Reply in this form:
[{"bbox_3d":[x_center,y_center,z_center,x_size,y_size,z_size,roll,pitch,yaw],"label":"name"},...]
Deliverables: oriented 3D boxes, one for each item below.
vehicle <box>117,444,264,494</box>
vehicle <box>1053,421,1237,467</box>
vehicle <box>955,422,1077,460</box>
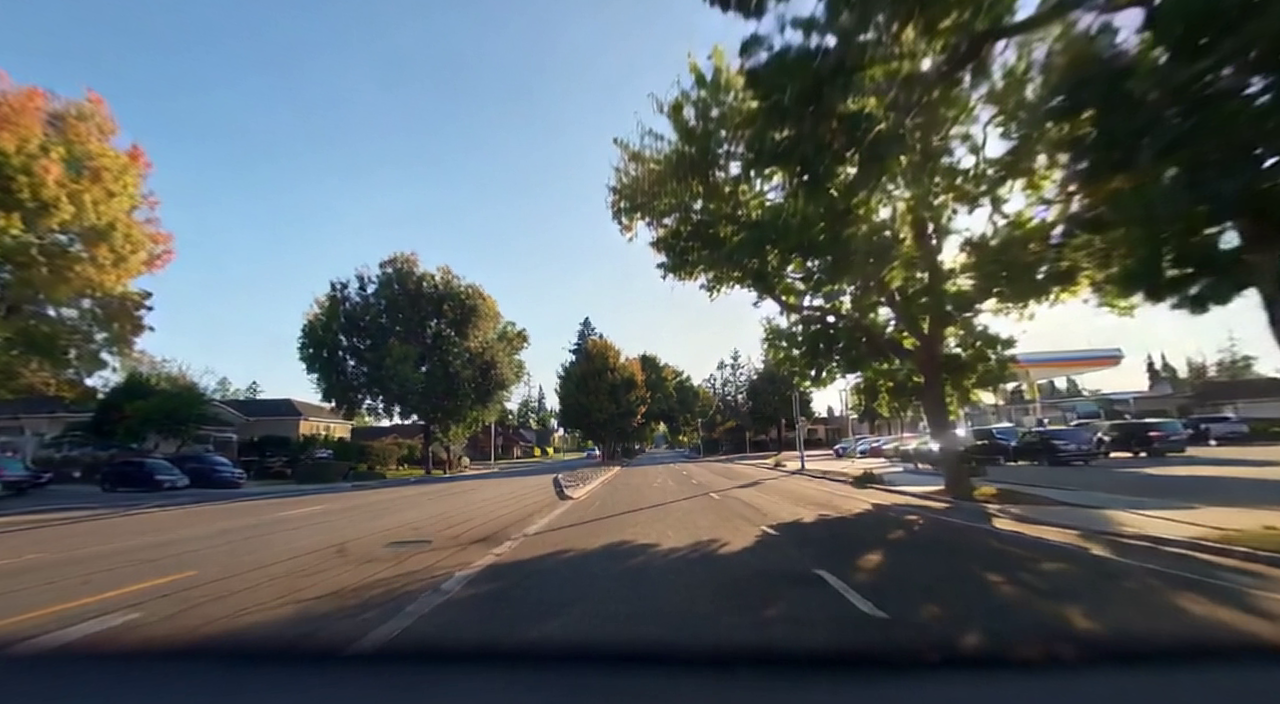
[{"bbox_3d":[-19.822,5.153,28.338,2.280,1.968,5.805,0,-8,0],"label":"vehicle"},{"bbox_3d":[17.241,3.174,21.778,4.545,1.443,1.976,-1,-8,2],"label":"vehicle"},{"bbox_3d":[17.613,4.176,29.749,4.426,1.700,2.077,0,-8,-4],"label":"vehicle"}]
